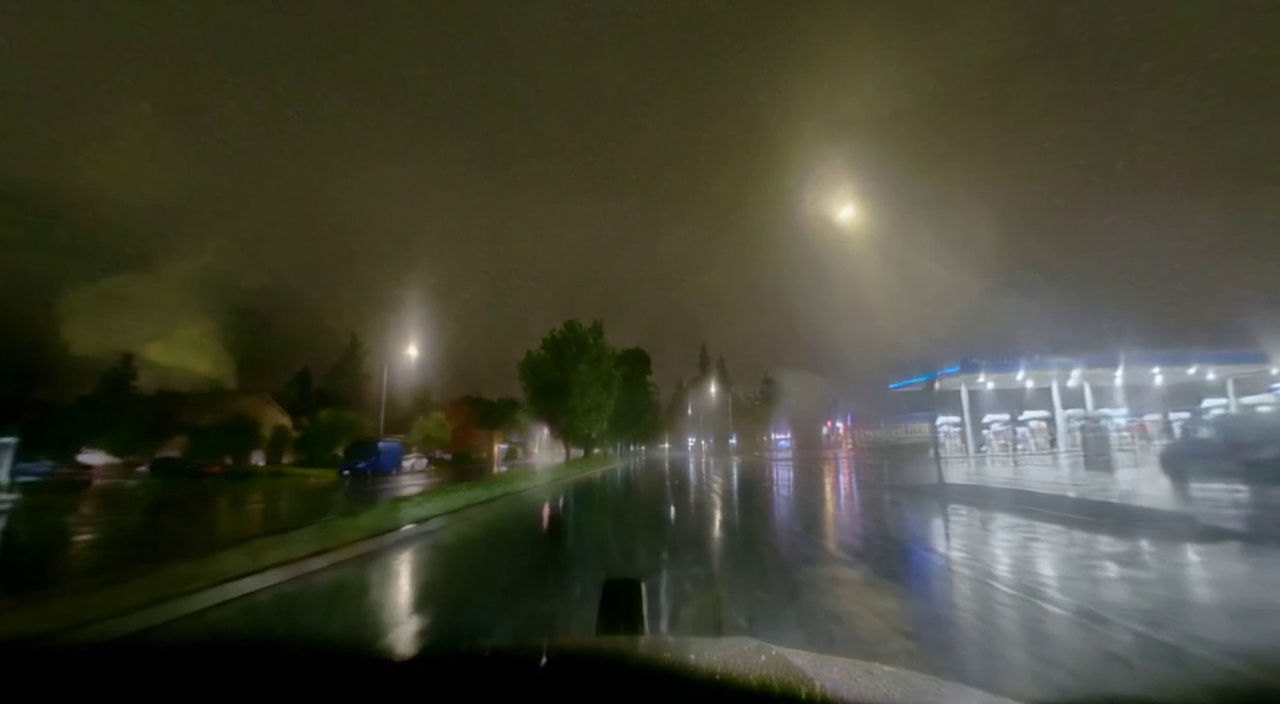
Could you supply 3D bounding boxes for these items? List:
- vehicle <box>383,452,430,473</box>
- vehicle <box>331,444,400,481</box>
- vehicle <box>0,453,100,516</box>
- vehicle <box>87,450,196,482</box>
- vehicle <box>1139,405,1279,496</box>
[{"bbox_3d":[-18.128,8.598,49.332,1.829,1.462,4.463,-1,-9,2],"label":"vehicle"},{"bbox_3d":[-18.541,7.431,42.959,2.216,2.161,5.522,-3,-8,1],"label":"vehicle"},{"bbox_3d":[-19.548,3.986,19.149,1.988,1.785,4.802,-1,-9,2],"label":"vehicle"},{"bbox_3d":[-27.780,6.341,35.323,4.336,1.654,2.062,0,-9,1],"label":"vehicle"},{"bbox_3d":[14.453,2.249,14.500,2.108,1.877,4.807,-1,-9,2],"label":"vehicle"}]
